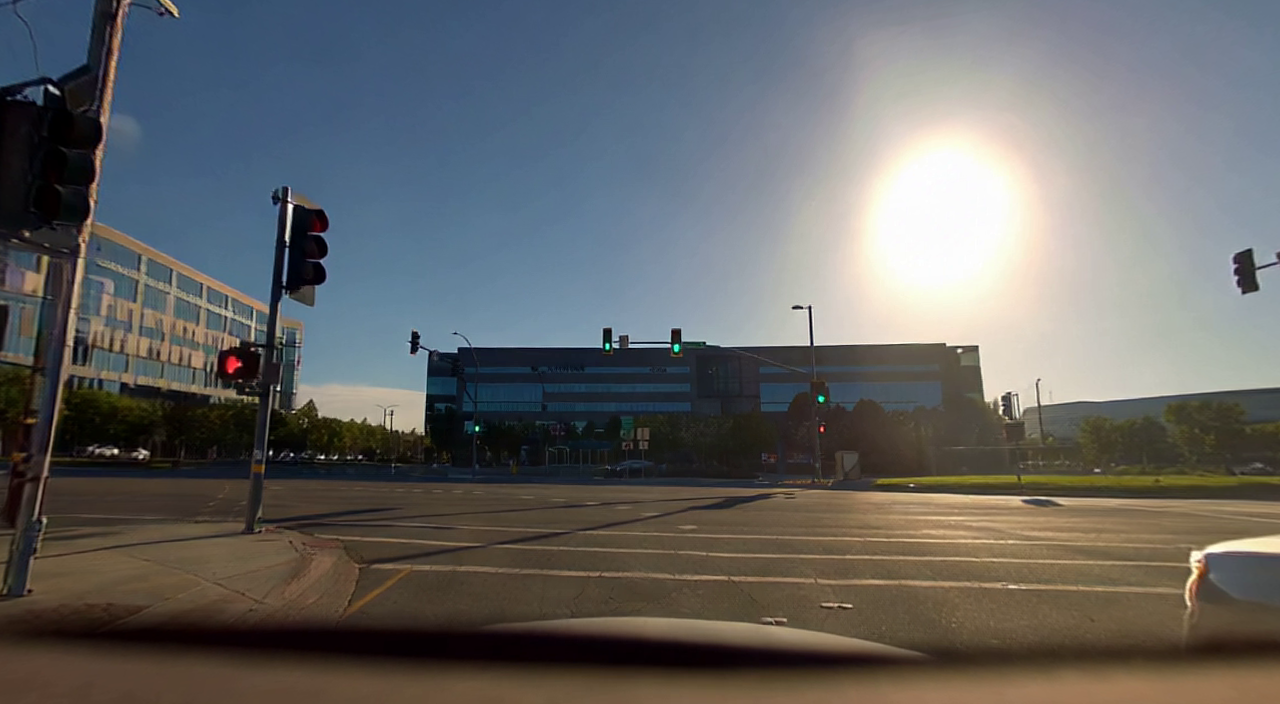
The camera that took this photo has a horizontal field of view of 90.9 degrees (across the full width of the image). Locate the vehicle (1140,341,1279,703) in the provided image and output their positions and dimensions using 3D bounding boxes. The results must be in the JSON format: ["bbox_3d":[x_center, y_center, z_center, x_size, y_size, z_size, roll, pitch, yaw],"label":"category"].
[{"bbox_3d":[3.059,0.554,0.492,1.938,1.648,4.211,0,-8,2],"label":"vehicle"}]
